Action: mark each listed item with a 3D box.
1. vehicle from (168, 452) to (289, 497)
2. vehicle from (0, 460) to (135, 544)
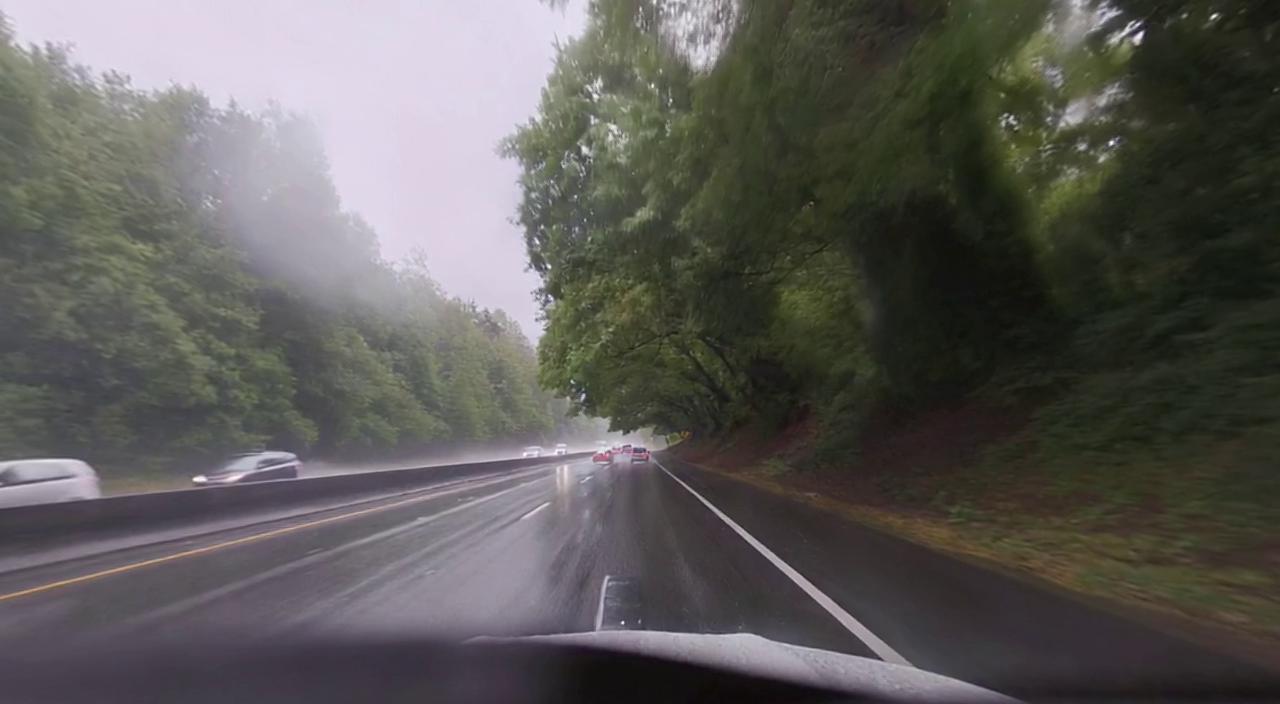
[{"bbox_3d":[-16.870,5.013,26.161,1.995,1.662,4.464,0,-9,0],"label":"vehicle"},{"bbox_3d":[-12.835,2.935,12.493,1.943,1.477,4.441,0,-9,0],"label":"vehicle"}]
